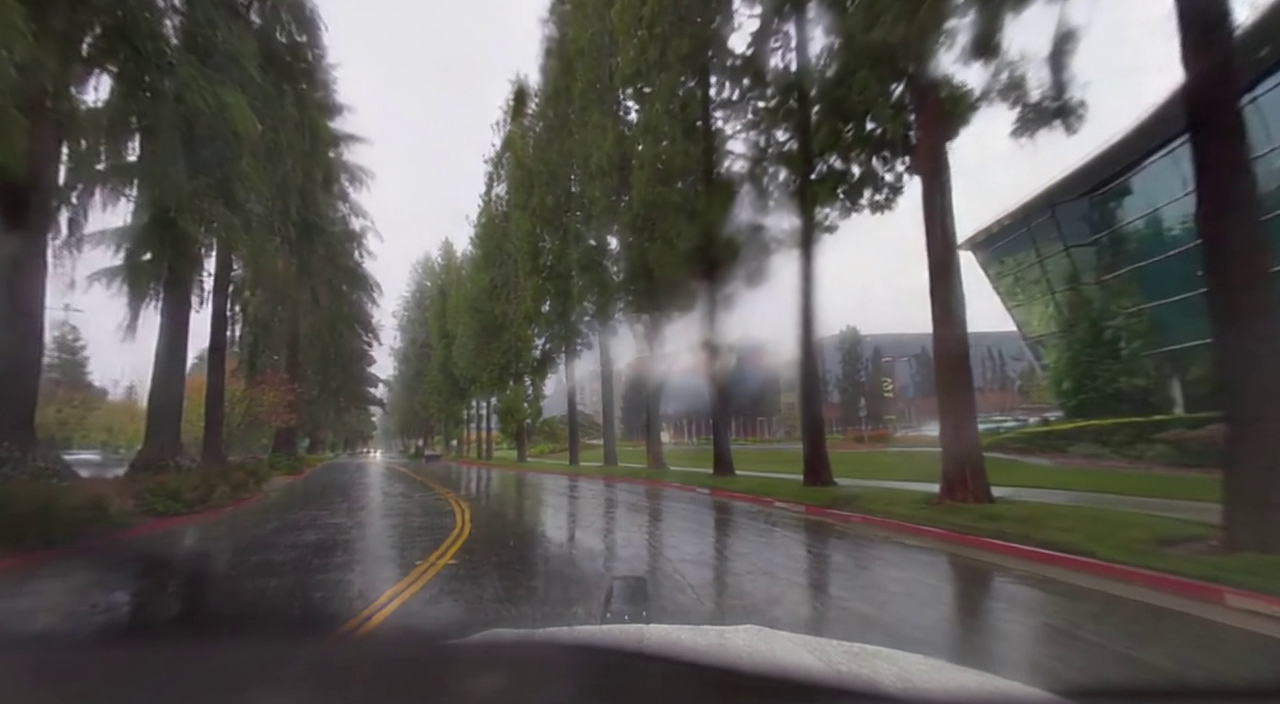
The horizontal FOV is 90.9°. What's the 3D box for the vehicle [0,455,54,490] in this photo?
[{"bbox_3d":[-33.828,6.388,33.689,1.929,1.650,4.638,3,-9,-21],"label":"vehicle"}]
